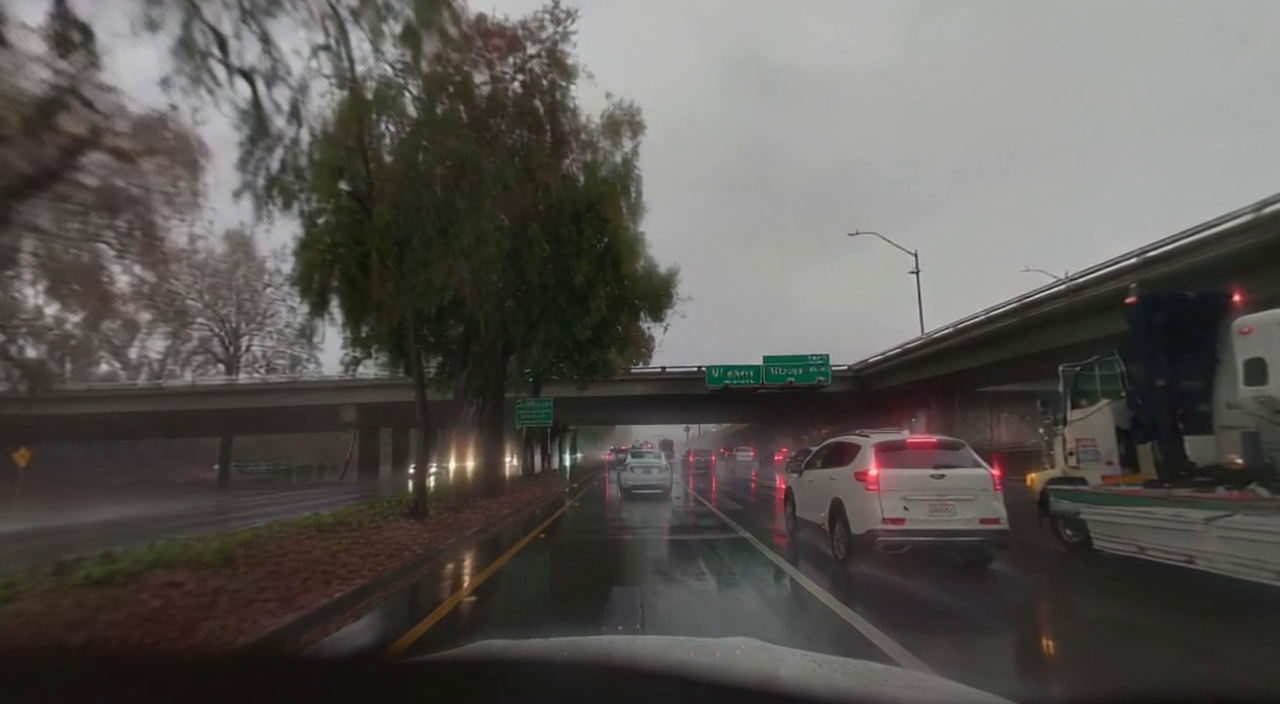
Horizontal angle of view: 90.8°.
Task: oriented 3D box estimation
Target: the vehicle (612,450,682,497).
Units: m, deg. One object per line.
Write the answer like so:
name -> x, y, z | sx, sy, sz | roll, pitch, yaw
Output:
vehicle -> 0.189, 3.815, 20.244 | 2.027, 1.341, 3.775 | 0, -8, 0

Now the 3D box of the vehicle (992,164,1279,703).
vehicle -> 3.301, 0.438, 1.037 | 2.588, 2.321, 4.927 | 0, -9, 1

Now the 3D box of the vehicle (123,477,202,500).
vehicle -> -32.778, 9.358, 43.413 | 3.907, 1.435, 1.765 | 0, -9, -2

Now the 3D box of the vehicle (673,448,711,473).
vehicle -> 3.158, 6.735, 39.330 | 1.962, 1.431, 4.205 | 0, -9, -1
